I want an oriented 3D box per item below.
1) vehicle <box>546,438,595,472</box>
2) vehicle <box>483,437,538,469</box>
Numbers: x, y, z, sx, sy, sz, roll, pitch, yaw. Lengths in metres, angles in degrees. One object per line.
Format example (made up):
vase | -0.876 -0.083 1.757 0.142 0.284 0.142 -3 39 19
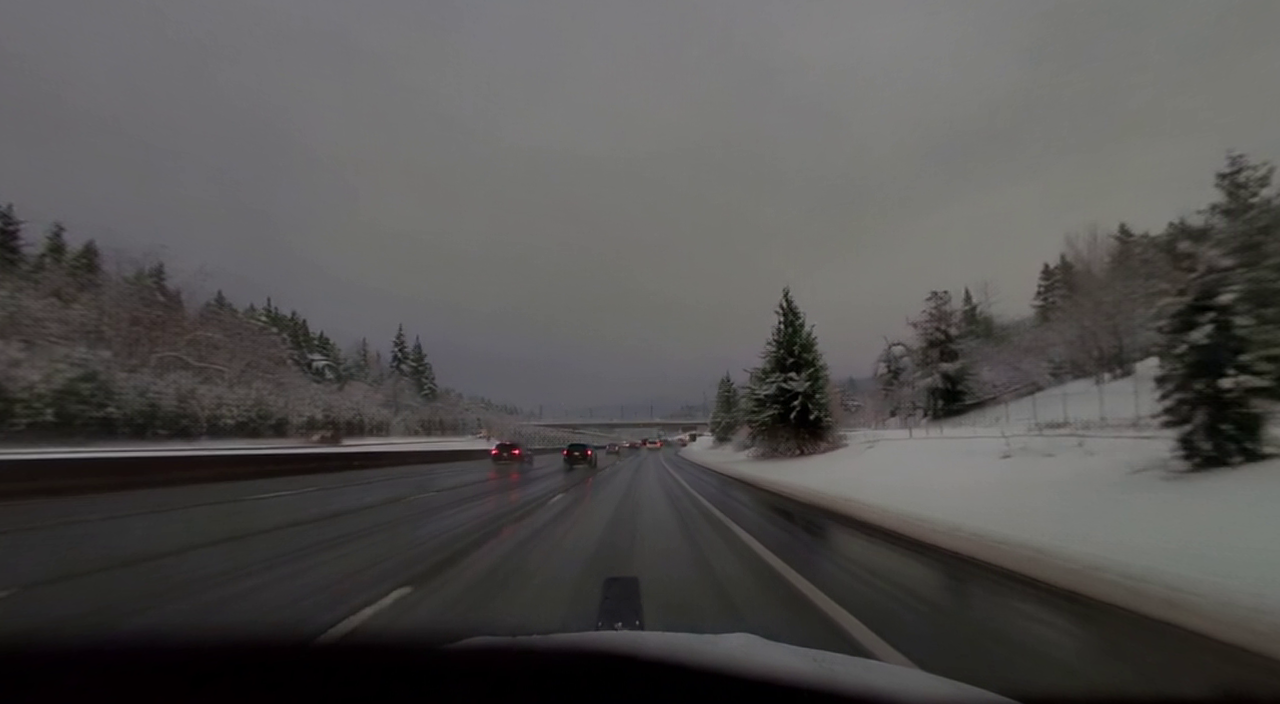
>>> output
vehicle | -3.758 5.648 34.663 2.035 1.673 4.469 0 -9 2
vehicle | -7.465 5.896 36.792 2.108 1.686 4.556 0 -9 2
